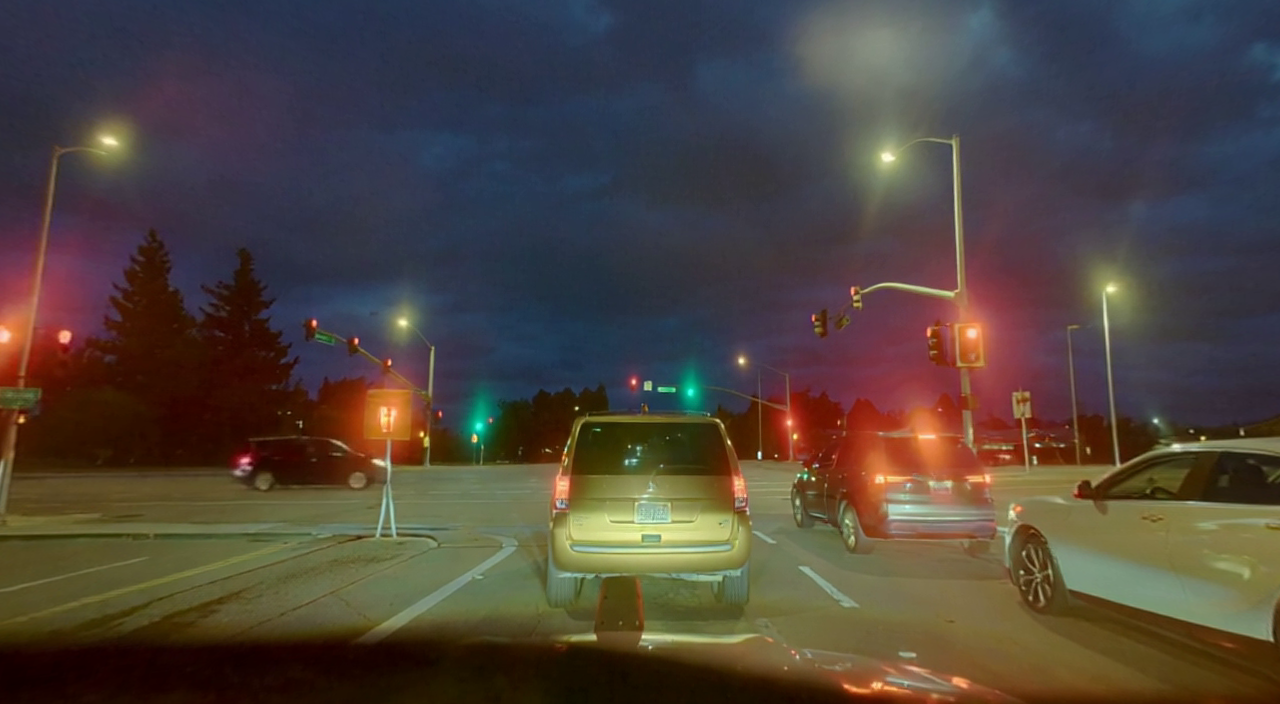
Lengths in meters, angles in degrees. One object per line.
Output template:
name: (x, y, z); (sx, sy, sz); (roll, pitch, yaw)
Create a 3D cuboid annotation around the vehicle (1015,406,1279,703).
vehicle: (3.157, 0.815, 1.427); (1.924, 1.466, 4.461); (0, -8, 1)

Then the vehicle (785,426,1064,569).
vehicle: (3.512, 1.858, 8.864); (1.861, 1.495, 4.215); (0, -8, -1)

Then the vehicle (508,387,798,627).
vehicle: (0.092, 1.494, 7.059); (2.170, 1.793, 4.468); (0, -8, 0)

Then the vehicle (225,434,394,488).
vehicle: (-11.375, 3.770, 22.012); (4.687, 1.791, 2.044); (0, -8, 0)
